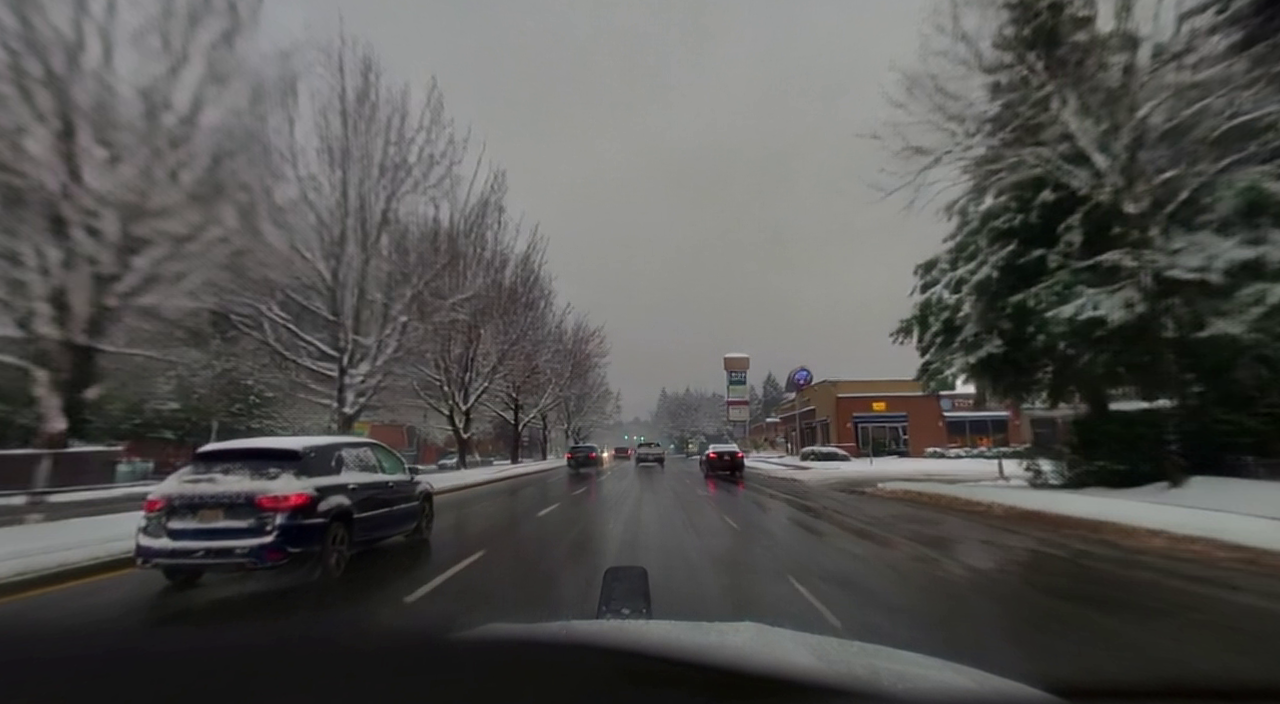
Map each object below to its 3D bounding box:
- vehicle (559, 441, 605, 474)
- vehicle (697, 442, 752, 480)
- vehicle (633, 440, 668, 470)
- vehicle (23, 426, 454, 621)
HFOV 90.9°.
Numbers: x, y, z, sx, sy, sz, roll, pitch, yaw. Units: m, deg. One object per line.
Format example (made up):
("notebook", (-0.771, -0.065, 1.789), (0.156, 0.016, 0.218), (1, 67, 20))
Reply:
("vehicle", (-3.133, 5.782, 34.745), (2.026, 1.665, 4.193), (0, -9, 2))
("vehicle", (3.693, 4.820, 28.087), (1.922, 1.579, 3.642), (0, -9, -1))
("vehicle", (0.688, 6.718, 41.344), (2.193, 1.873, 4.033), (0, -9, 0))
("vehicle", (-3.756, 1.647, 7.099), (1.908, 1.481, 4.351), (0, -9, 1))
